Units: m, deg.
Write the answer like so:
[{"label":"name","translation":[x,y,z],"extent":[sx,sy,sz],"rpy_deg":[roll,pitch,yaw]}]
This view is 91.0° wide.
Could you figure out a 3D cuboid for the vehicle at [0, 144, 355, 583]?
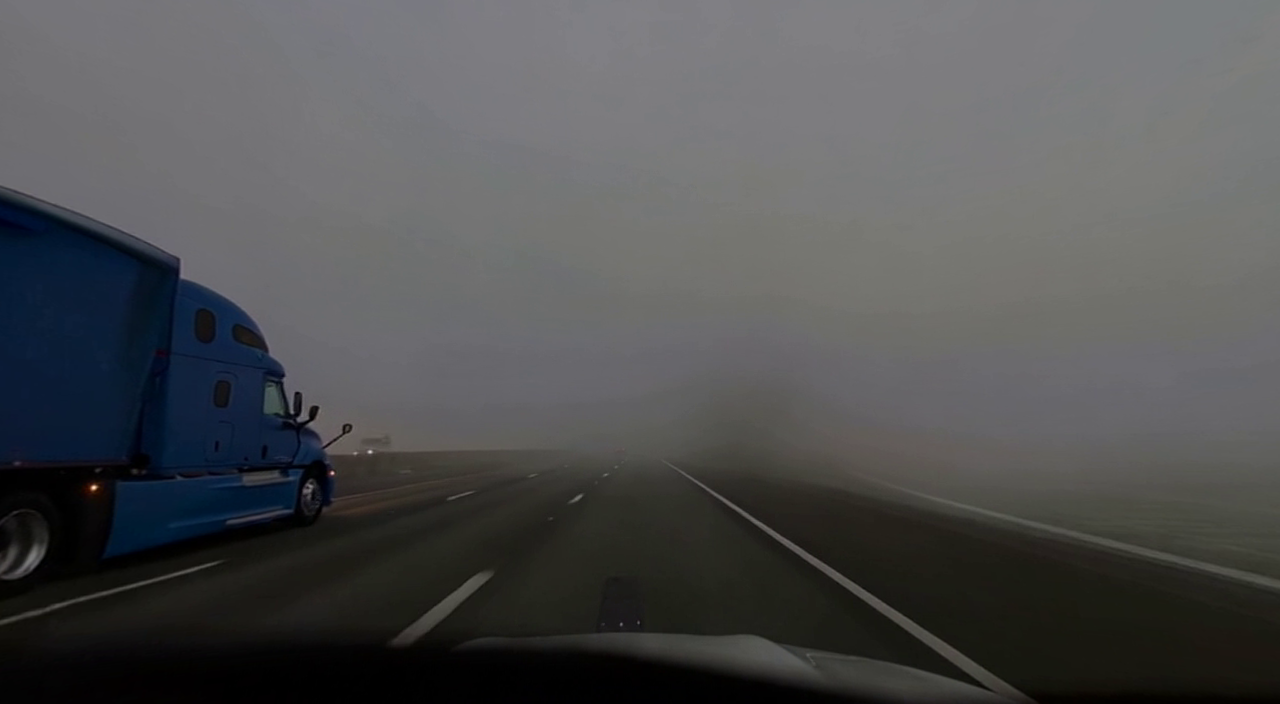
[{"label":"vehicle","translation":[-7.256,0.437,7.951],"extent":[2.996,3.947,8.600],"rpy_deg":[0,-9,1]}]
